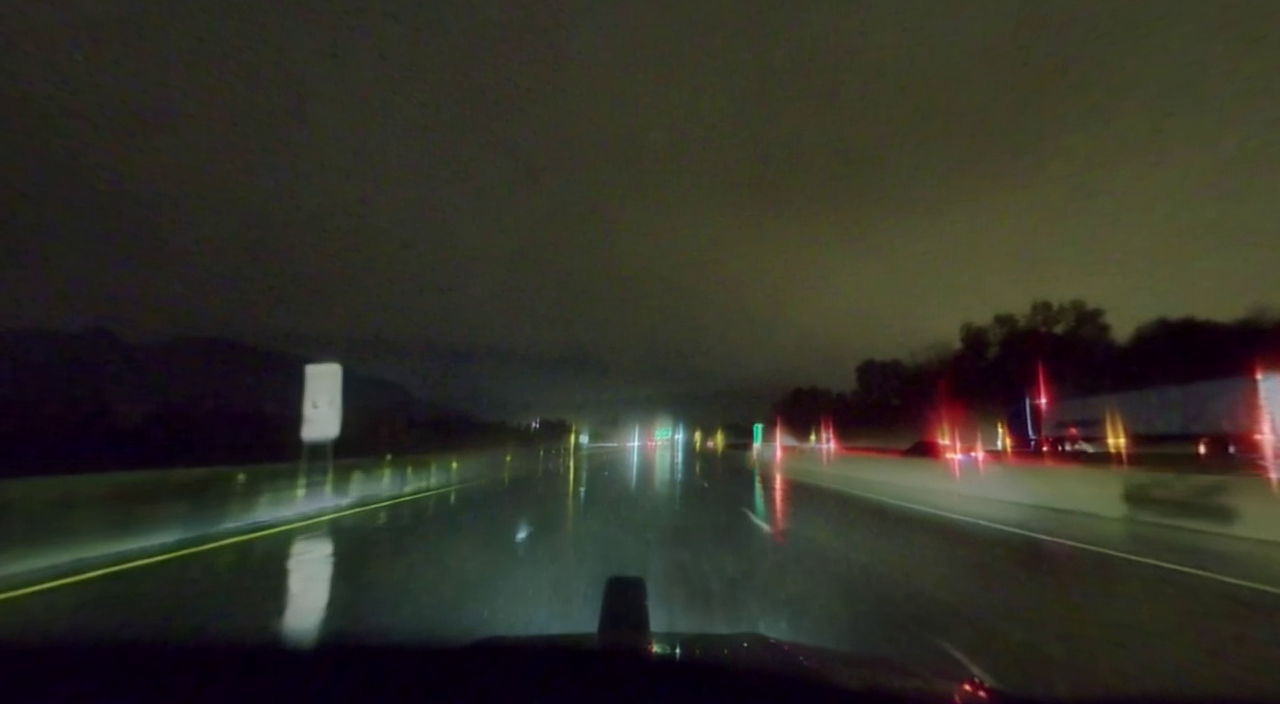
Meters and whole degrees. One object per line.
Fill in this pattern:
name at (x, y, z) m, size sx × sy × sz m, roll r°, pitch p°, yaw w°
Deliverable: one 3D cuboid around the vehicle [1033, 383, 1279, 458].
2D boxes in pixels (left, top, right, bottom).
vehicle at (32.779, 4.349, 38.561) m, size 2.836 × 4.027 × 14.280 m, roll 7°, pitch -11°, yaw -39°
